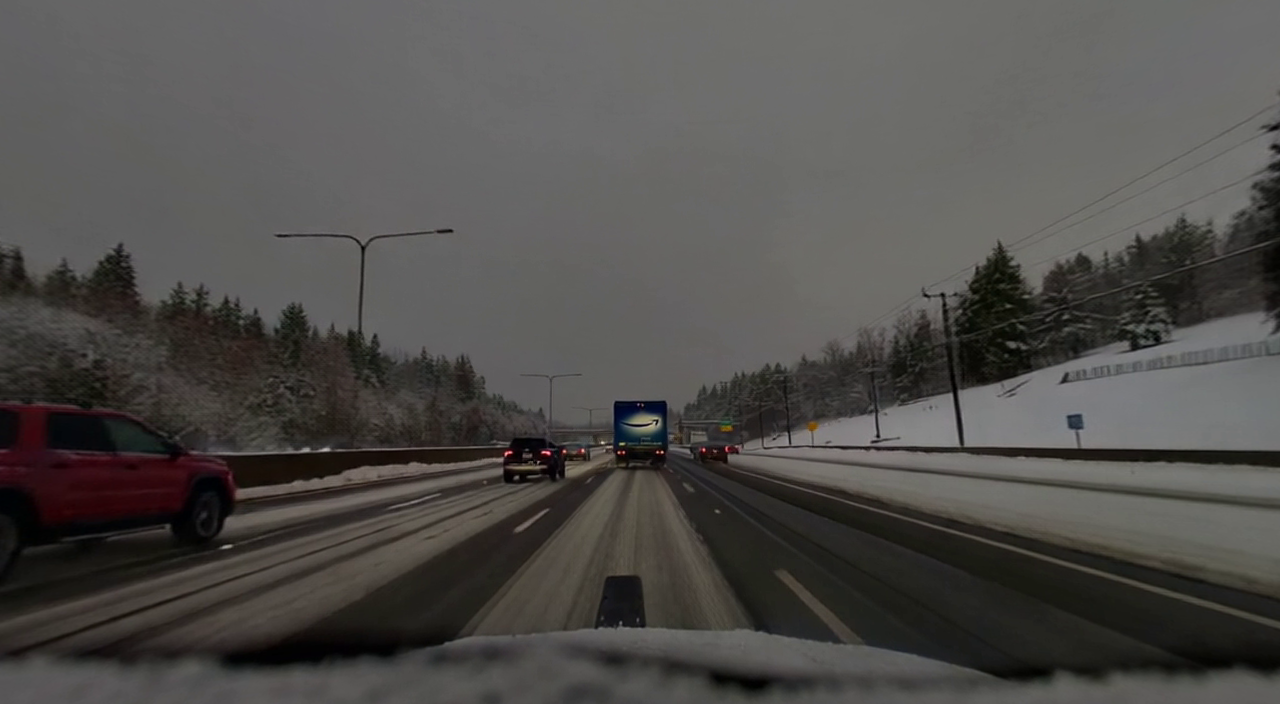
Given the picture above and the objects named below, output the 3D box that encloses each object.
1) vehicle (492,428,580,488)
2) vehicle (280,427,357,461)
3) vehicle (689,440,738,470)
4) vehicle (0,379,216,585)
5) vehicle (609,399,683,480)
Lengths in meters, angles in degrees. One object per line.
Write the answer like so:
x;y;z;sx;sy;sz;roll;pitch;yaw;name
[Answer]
-3.237;3.402;20.463;2.095;1.688;4.188;0;-9;0;vehicle
-19.265;5.568;38.038;2.085;1.894;4.592;0;-8;1;vehicle
3.817;5.451;33.547;1.970;1.499;4.491;1;-8;-2;vehicle
-6.870;1.214;5.984;2.101;1.858;5.071;0;-8;0;vehicle
0.205;3.409;24.348;2.456;2.705;6.251;0;-9;0;vehicle
